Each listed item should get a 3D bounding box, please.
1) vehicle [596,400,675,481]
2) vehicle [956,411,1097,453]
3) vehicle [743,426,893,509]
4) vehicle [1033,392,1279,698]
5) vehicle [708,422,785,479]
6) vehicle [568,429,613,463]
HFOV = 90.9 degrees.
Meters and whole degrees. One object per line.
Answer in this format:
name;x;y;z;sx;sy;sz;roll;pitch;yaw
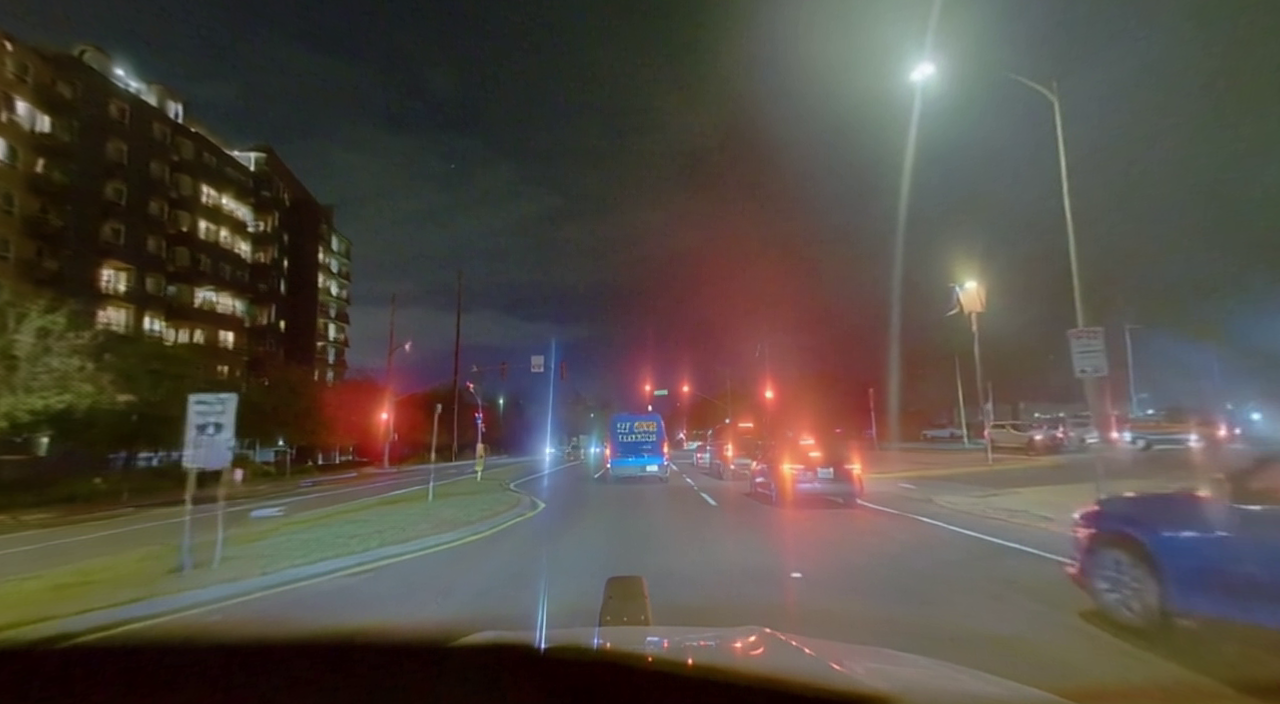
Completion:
vehicle;-0.038;3.082;21.965;2.422;2.488;4.992;-1;-8;3
vehicle;16.998;3.564;27.918;4.842;1.792;1.963;-1;-8;2
vehicle;3.569;2.405;13.639;1.951;1.483;4.582;0;-8;1
vehicle;4.150;0.877;2.589;1.967;1.506;4.968;0;-8;1
vehicle;3.561;3.383;21.896;1.965;1.771;4.295;0;-8;0
vehicle;-2.732;5.326;35.667;2.203;1.786;4.249;0;-8;0
